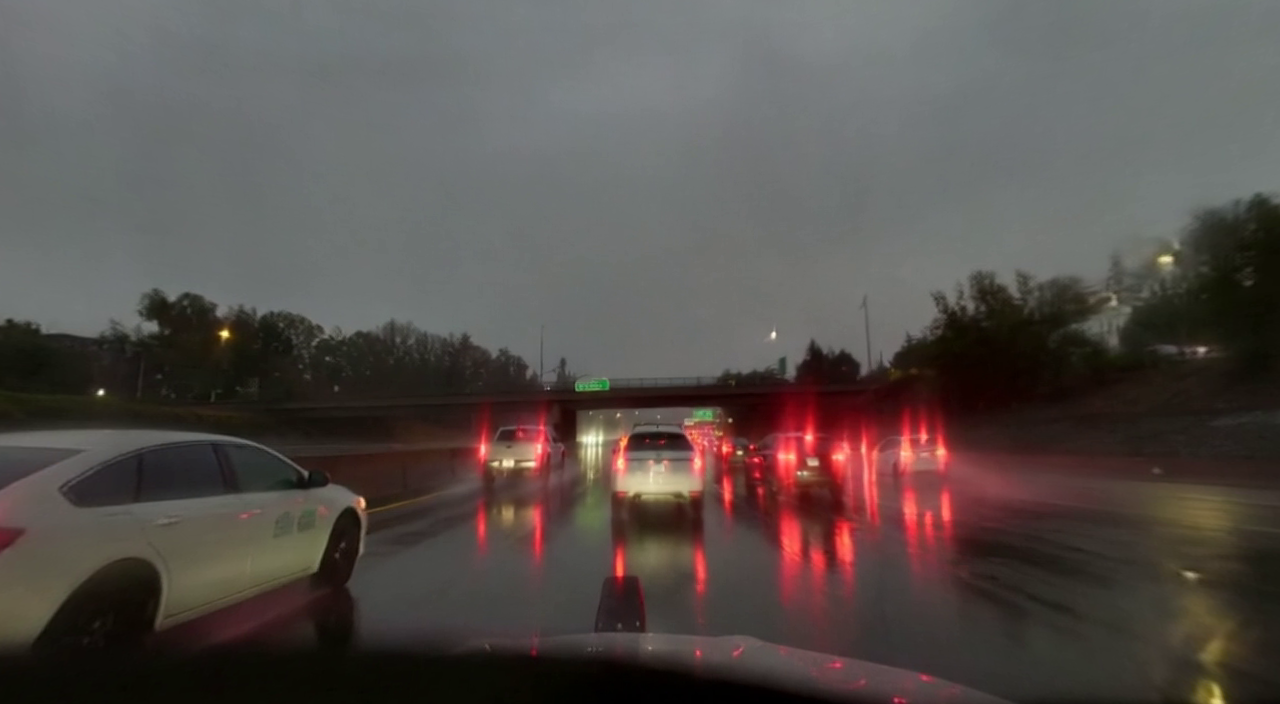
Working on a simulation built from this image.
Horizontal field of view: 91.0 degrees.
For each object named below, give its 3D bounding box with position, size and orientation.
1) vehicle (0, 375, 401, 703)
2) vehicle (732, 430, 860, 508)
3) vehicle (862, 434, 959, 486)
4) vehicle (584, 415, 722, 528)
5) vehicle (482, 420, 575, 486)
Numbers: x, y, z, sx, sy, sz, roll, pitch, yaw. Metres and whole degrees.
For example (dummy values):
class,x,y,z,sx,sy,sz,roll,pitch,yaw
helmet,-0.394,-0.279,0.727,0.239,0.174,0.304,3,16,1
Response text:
class,x,y,z,sx,sy,sz,roll,pitch,yaw
vehicle,-3.636,1.149,4.348,2.014,1.579,4.761,0,-9,1
vehicle,3.654,2.844,15.757,2.022,1.633,4.651,0,-9,0
vehicle,10.250,4.102,24.237,1.977,1.795,4.208,0,-9,3
vehicle,0.233,2.207,12.142,2.181,1.756,4.167,0,-9,1
vehicle,-3.924,3.721,23.444,2.212,2.101,6.052,0,-9,1
